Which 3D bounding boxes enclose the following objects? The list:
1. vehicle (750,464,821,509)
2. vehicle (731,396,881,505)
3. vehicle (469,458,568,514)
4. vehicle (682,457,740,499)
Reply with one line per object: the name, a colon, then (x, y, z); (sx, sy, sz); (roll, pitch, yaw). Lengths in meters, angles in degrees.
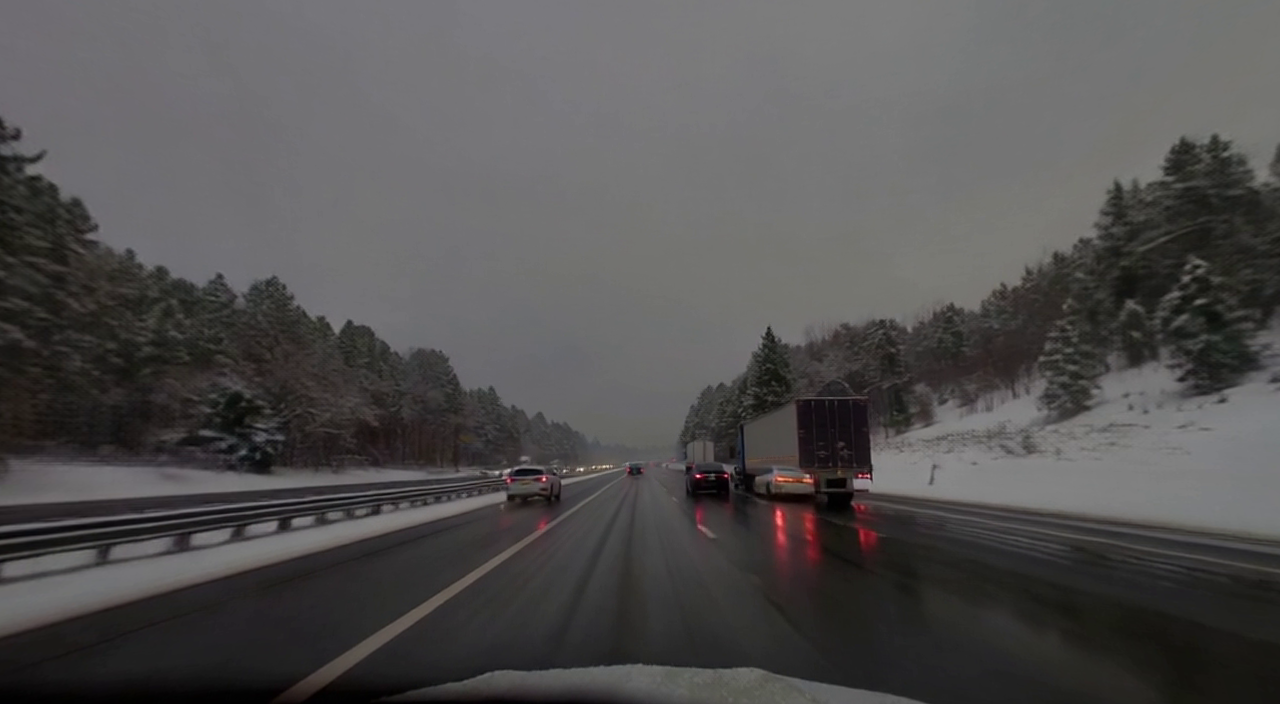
vehicle: (5.271, 4.921, 23.227); (1.672, 1.475, 3.733); (1, -11, -1)
vehicle: (7.530, 5.289, 32.521); (2.861, 4.086, 17.499); (1, -10, -1)
vehicle: (-3.620, 4.119, 19.717); (2.065, 1.485, 4.682); (1, -10, 1)
vehicle: (3.208, 5.819, 29.196); (2.050, 1.708, 4.457); (1, -10, -1)
